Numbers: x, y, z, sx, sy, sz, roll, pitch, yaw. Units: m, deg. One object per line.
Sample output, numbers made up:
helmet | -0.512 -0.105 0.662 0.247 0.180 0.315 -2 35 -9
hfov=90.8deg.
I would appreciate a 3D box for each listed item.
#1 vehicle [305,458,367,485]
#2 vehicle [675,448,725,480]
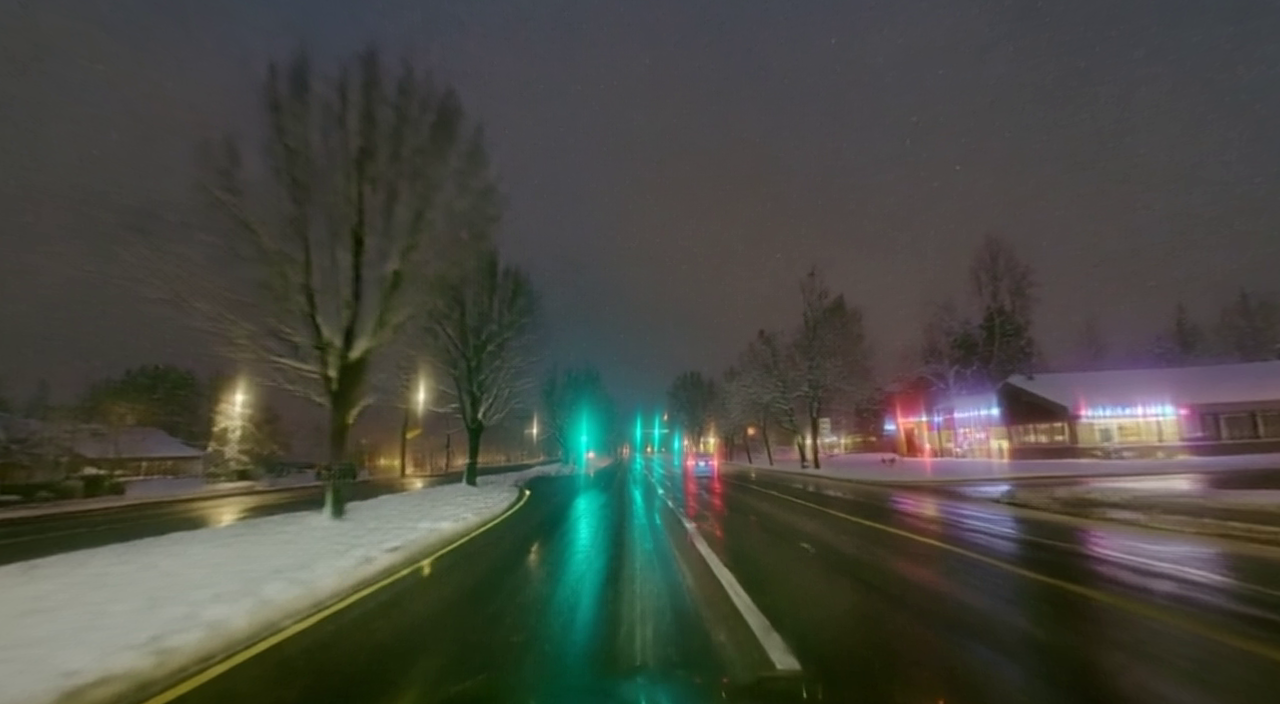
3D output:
vehicle | -20.013 7.869 41.789 1.949 1.610 4.279 1 -9 0
vehicle | 2.859 5.428 30.888 1.929 1.411 4.284 1 -9 -1
